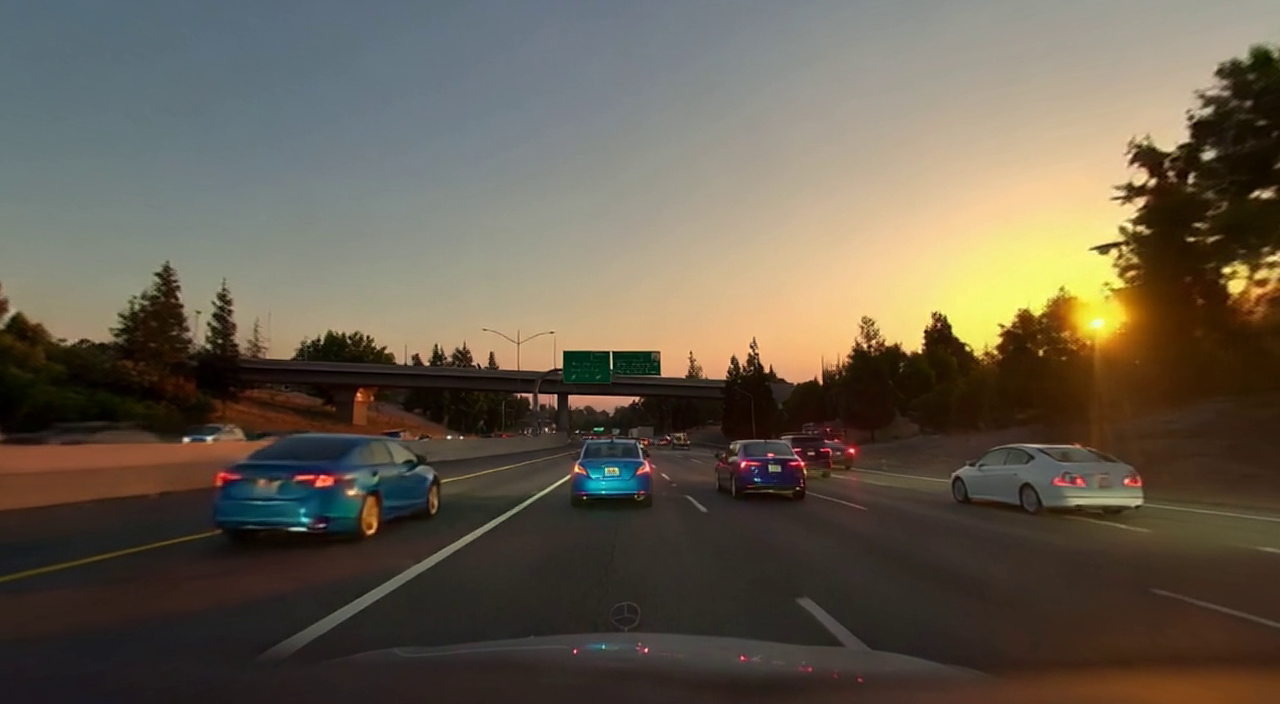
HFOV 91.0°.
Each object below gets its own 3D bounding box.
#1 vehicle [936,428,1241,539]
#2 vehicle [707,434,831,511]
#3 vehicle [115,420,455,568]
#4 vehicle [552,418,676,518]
[{"bbox_3d":[7.879,2.337,11.865,2.106,1.641,4.671,1,-9,-4],"label":"vehicle"},{"bbox_3d":[2.861,2.793,15.038,1.975,1.532,4.227,1,-9,-1],"label":"vehicle"},{"bbox_3d":[-4.505,1.881,9.198,2.071,1.537,4.912,1,-9,0],"label":"vehicle"},{"bbox_3d":[-0.488,2.344,13.154,2.181,1.728,3.970,1,-9,-1],"label":"vehicle"}]
